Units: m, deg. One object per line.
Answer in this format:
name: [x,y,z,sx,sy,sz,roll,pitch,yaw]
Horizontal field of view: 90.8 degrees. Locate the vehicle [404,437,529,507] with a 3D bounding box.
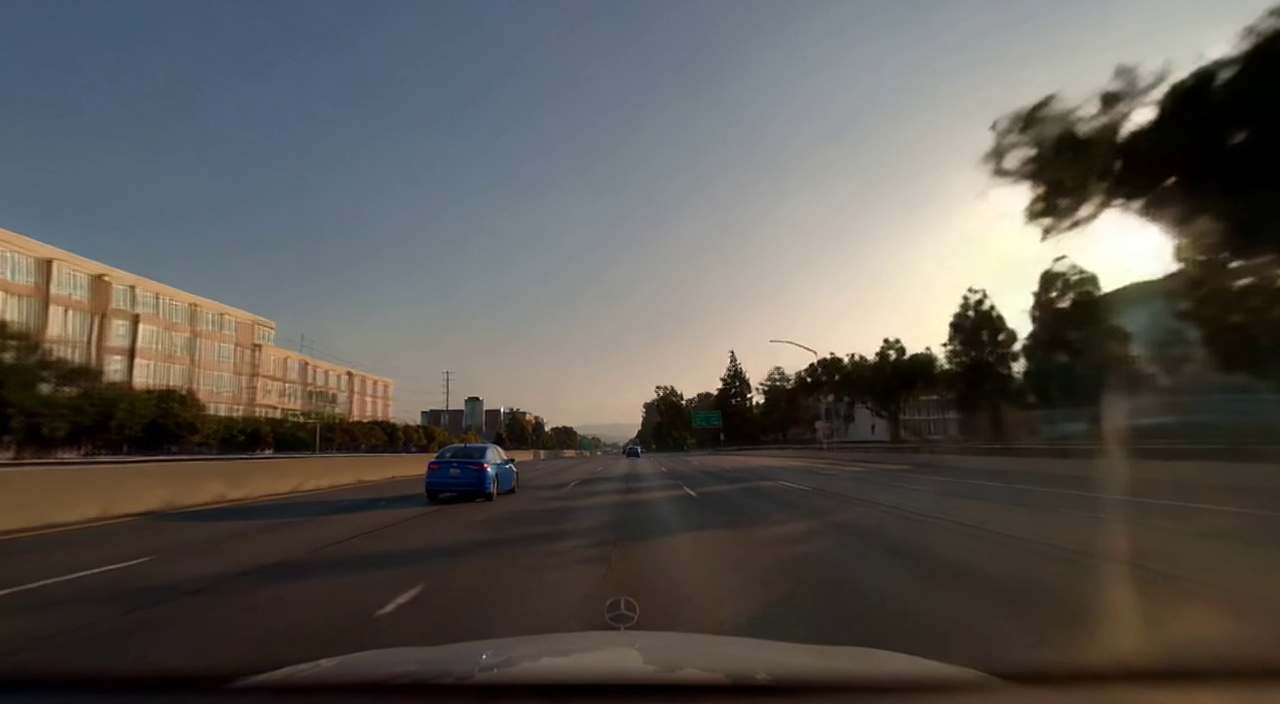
vehicle: [-4.168,2.951,16.018,1.900,1.492,4.495,0,-8,0]
